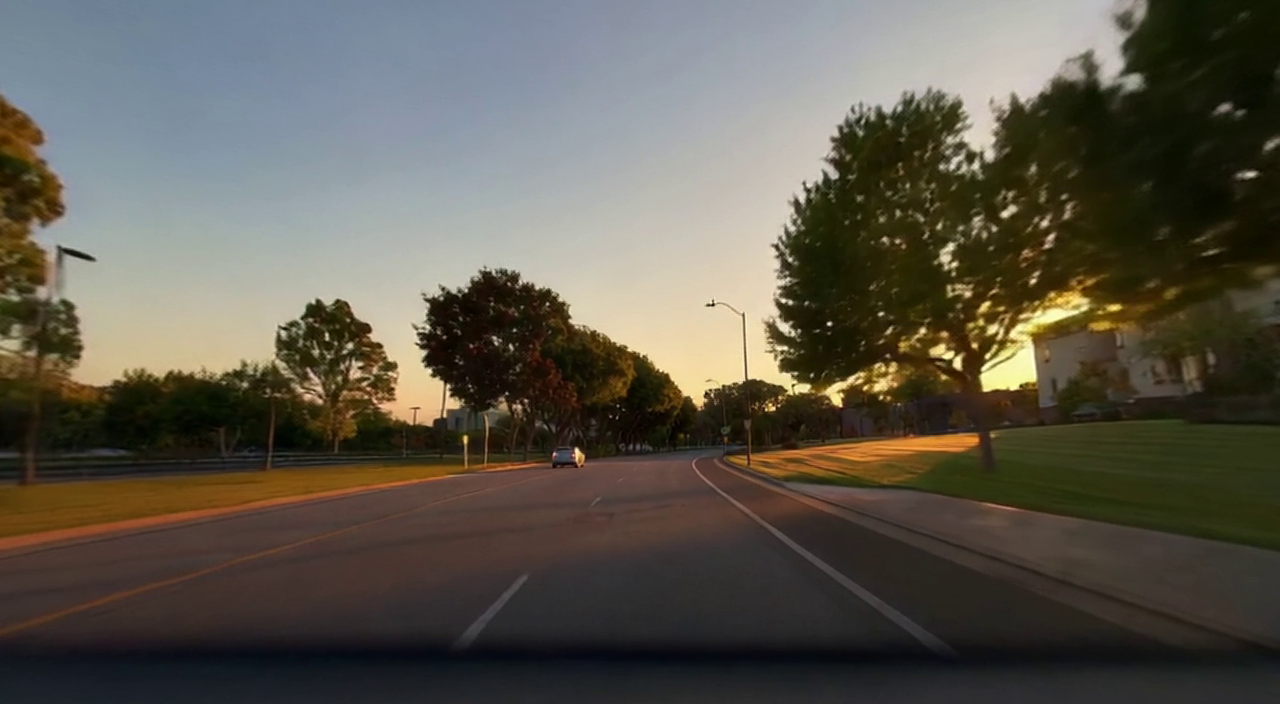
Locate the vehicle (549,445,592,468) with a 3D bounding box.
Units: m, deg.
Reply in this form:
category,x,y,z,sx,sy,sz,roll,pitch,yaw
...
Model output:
category,x,y,z,sx,sy,sz,roll,pitch,yaw
vehicle,-4.514,6.892,41.866,1.945,1.461,4.605,-1,-9,5
